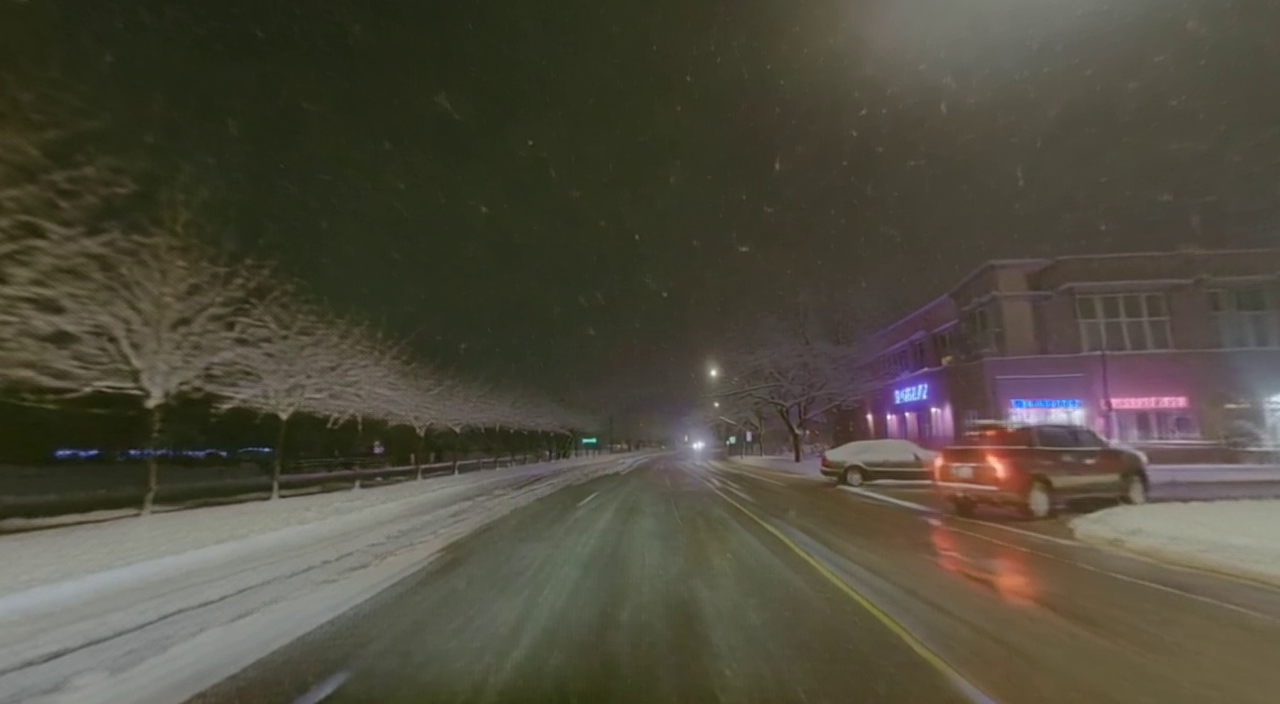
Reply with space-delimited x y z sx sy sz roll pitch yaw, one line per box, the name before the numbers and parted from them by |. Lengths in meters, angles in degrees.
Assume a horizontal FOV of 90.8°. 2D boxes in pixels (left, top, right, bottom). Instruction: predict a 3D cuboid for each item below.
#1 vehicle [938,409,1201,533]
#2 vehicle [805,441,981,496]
vehicle | 8.701 2.273 12.710 5.157 1.991 2.477 5 -10 -34
vehicle | 7.679 3.503 19.355 4.733 1.499 2.000 -4 -9 26
